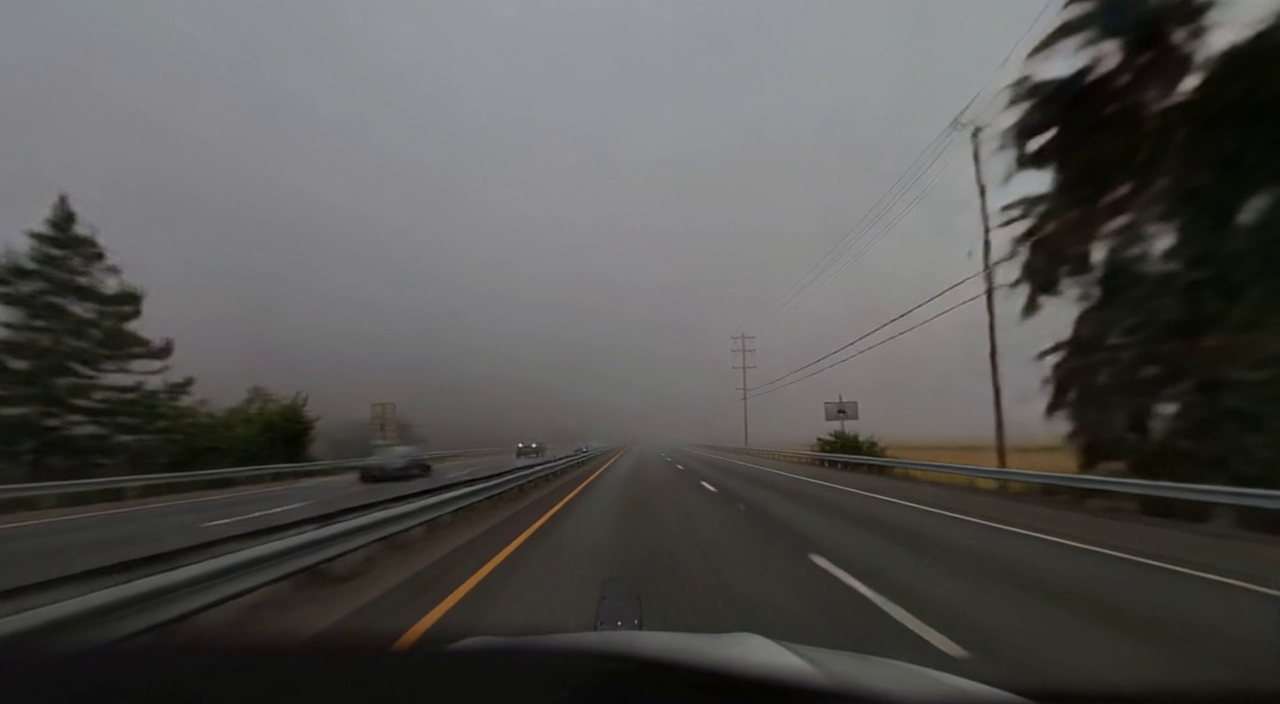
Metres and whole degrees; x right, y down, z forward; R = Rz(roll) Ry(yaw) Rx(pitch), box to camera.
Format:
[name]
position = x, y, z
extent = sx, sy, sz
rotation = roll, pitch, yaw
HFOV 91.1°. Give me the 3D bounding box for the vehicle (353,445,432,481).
[vehicle]
position = -11.061, 4.960, 28.354
extent = 1.899, 1.437, 4.094
rotation = 0, -8, 0
